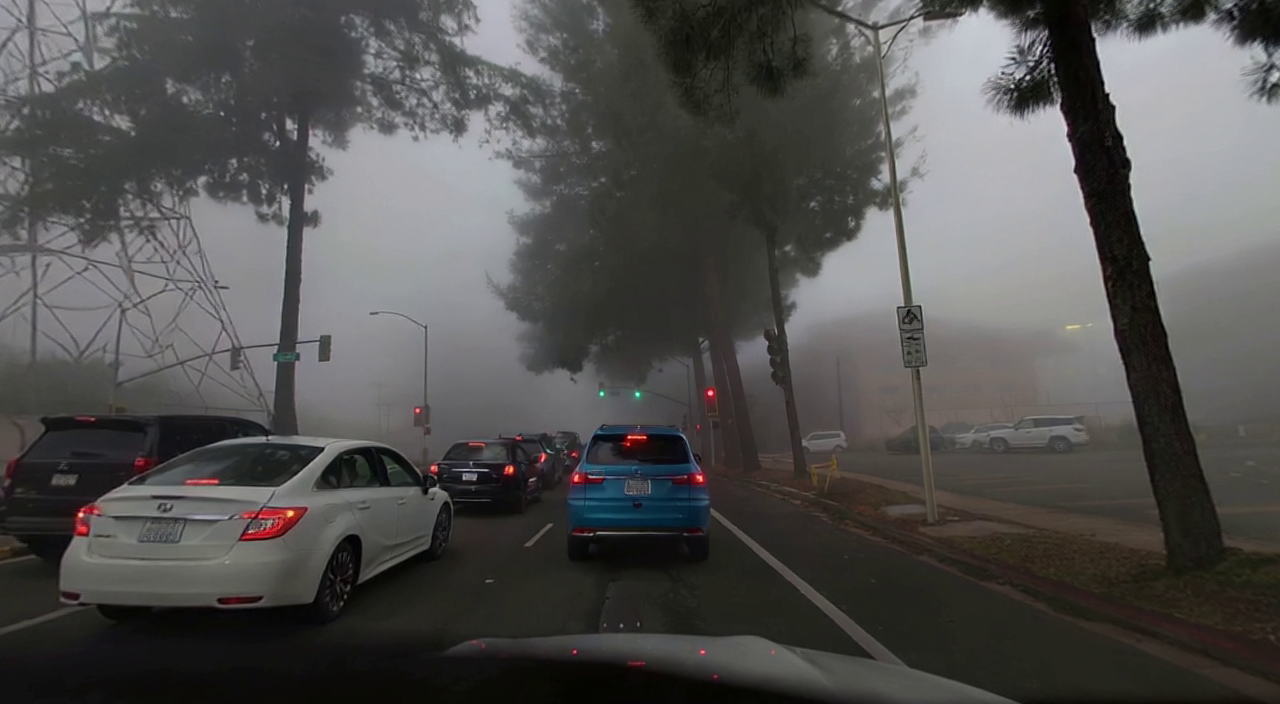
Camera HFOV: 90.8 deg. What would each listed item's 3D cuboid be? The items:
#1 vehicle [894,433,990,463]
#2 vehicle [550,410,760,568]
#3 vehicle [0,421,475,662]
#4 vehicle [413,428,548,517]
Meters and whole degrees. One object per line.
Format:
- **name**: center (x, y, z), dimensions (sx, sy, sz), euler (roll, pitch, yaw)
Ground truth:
- **vehicle**: center (15.103, 4.800, 31.715), dimensions (3.858, 1.437, 1.899), euler (0, -8, -4)
- **vehicle**: center (0.090, 1.770, 8.933), dimensions (2.239, 1.661, 4.224), euler (0, -8, -2)
- **vehicle**: center (-3.168, 1.503, 6.209), dimensions (1.973, 1.469, 4.448), euler (0, -8, -1)
- **vehicle**: center (-3.253, 2.524, 13.712), dimensions (1.997, 1.636, 3.760), euler (0, -8, -1)
